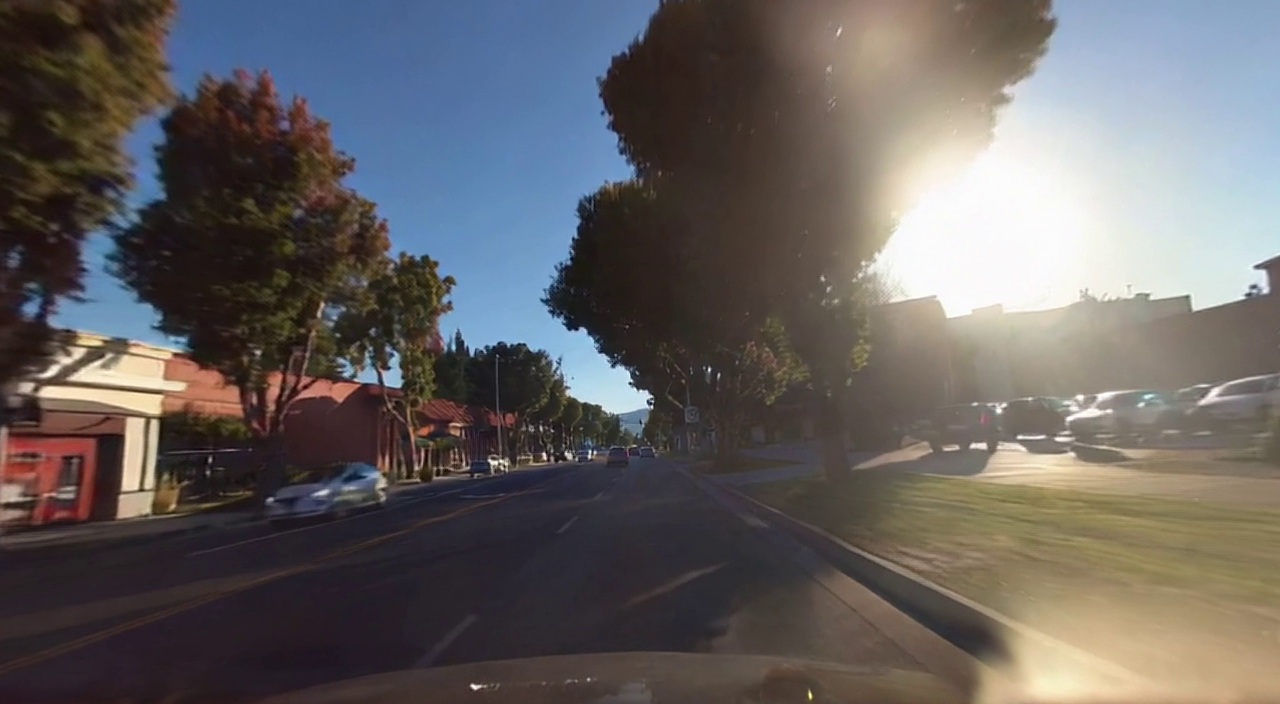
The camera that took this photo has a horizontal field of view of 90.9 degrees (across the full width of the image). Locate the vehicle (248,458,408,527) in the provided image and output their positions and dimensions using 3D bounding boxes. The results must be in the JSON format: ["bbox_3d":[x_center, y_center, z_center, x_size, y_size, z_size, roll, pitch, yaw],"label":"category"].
[{"bbox_3d":[-8.119,3.663,16.964,1.925,1.502,4.359,-1,-9,2],"label":"vehicle"}]
